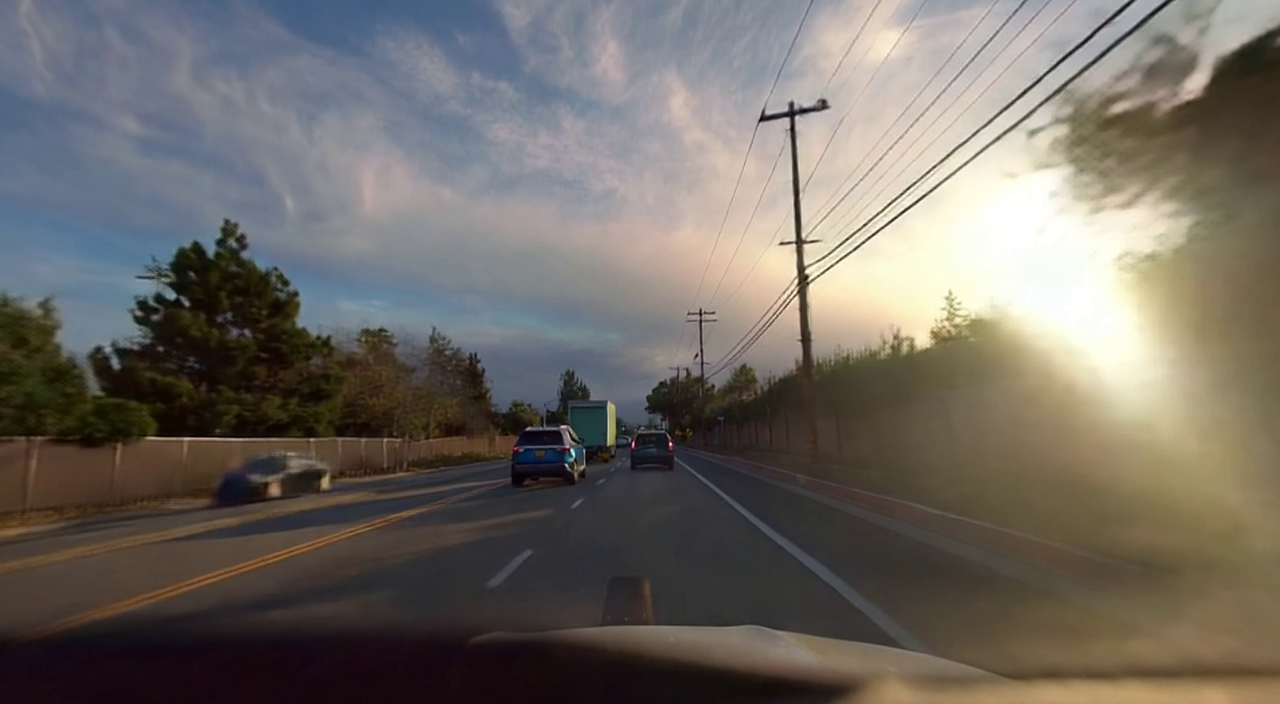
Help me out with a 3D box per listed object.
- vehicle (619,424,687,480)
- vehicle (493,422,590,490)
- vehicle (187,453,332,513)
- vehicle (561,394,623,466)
[{"bbox_3d":[0.411,3.494,22.228,2.174,1.749,4.113,0,-8,0],"label":"vehicle"},{"bbox_3d":[-2.842,3.146,19.327,2.093,1.832,4.508,0,-8,2],"label":"vehicle"},{"bbox_3d":[-11.969,4.106,20.207,2.052,1.401,4.191,-7,-8,0],"label":"vehicle"},{"bbox_3d":[-2.617,4.814,38.035,2.928,3.658,10.953,0,-8,0],"label":"vehicle"}]
